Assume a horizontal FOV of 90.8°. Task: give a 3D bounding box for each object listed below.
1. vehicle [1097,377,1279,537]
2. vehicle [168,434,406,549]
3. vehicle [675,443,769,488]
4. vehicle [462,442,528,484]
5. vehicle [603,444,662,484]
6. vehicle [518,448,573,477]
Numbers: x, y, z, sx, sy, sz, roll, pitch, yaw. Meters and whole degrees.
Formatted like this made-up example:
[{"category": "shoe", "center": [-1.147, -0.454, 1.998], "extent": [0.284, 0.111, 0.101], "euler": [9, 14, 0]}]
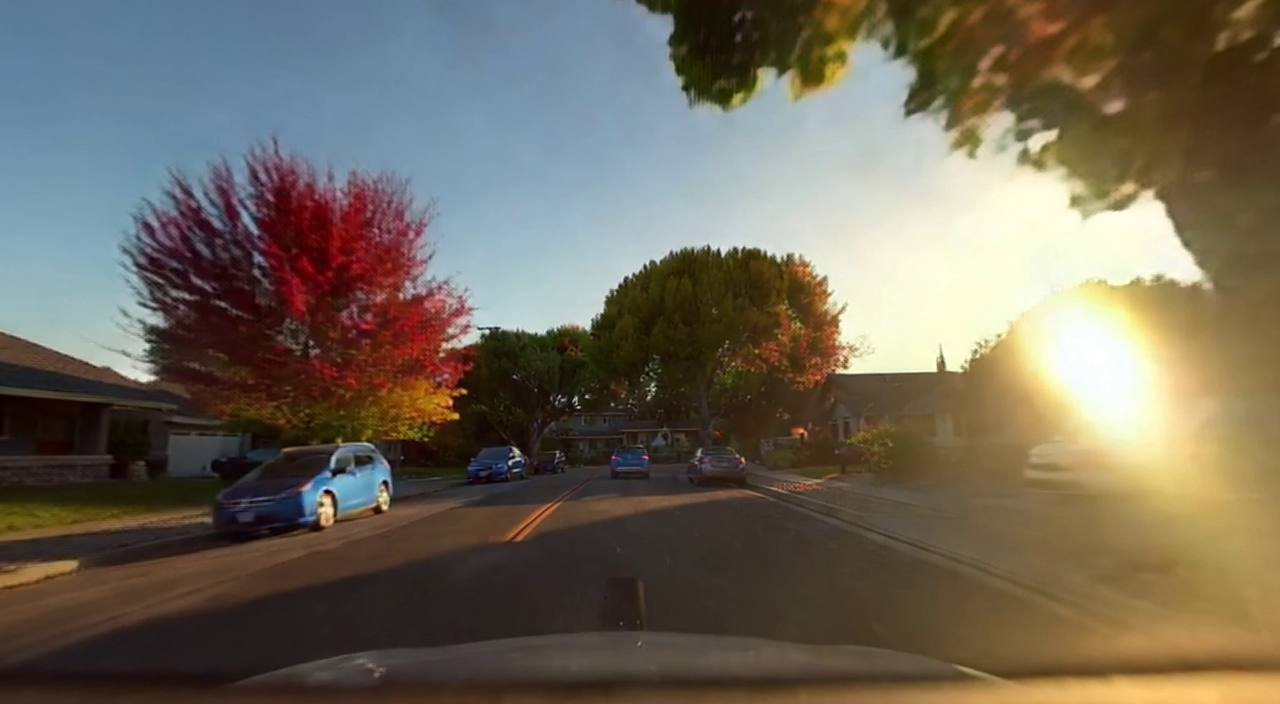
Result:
[{"category": "vehicle", "center": [9.739, 1.356, 9.004], "extent": [4.813, 1.914, 2.041], "euler": [-3, -9, -5]}, {"category": "vehicle", "center": [-6.700, 2.628, 12.853], "extent": [2.254, 1.773, 4.795], "euler": [-2, -8, -2]}, {"category": "vehicle", "center": [2.894, 4.166, 23.455], "extent": [2.429, 1.502, 4.474], "euler": [1, -9, -7]}, {"category": "vehicle", "center": [-7.026, 5.437, 31.131], "extent": [2.235, 1.851, 4.662], "euler": [-2, -9, -1]}, {"category": "vehicle", "center": [-0.334, 4.507, 25.691], "extent": [2.192, 1.474, 4.192], "euler": [0, -9, -1]}, {"category": "vehicle", "center": [-6.441, 7.590, 43.668], "extent": [2.641, 1.747, 4.738], "euler": [-3, -9, 6]}]
